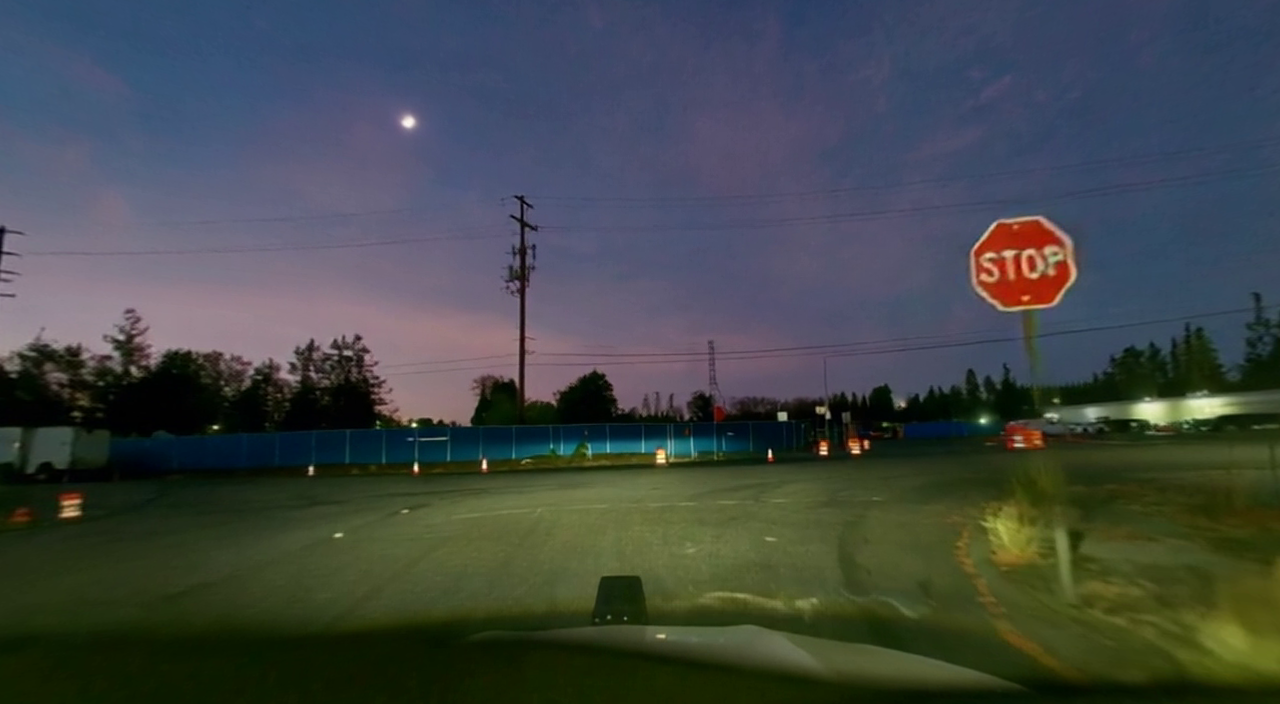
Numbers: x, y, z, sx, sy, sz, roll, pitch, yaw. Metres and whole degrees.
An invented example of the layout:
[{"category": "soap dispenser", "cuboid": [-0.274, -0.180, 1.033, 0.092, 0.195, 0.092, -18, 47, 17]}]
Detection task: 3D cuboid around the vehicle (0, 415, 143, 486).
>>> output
[{"category": "vehicle", "cuboid": [-27.789, 4.606, 29.269, 6.847, 2.992, 3.170, -2, -9, 5]}]
